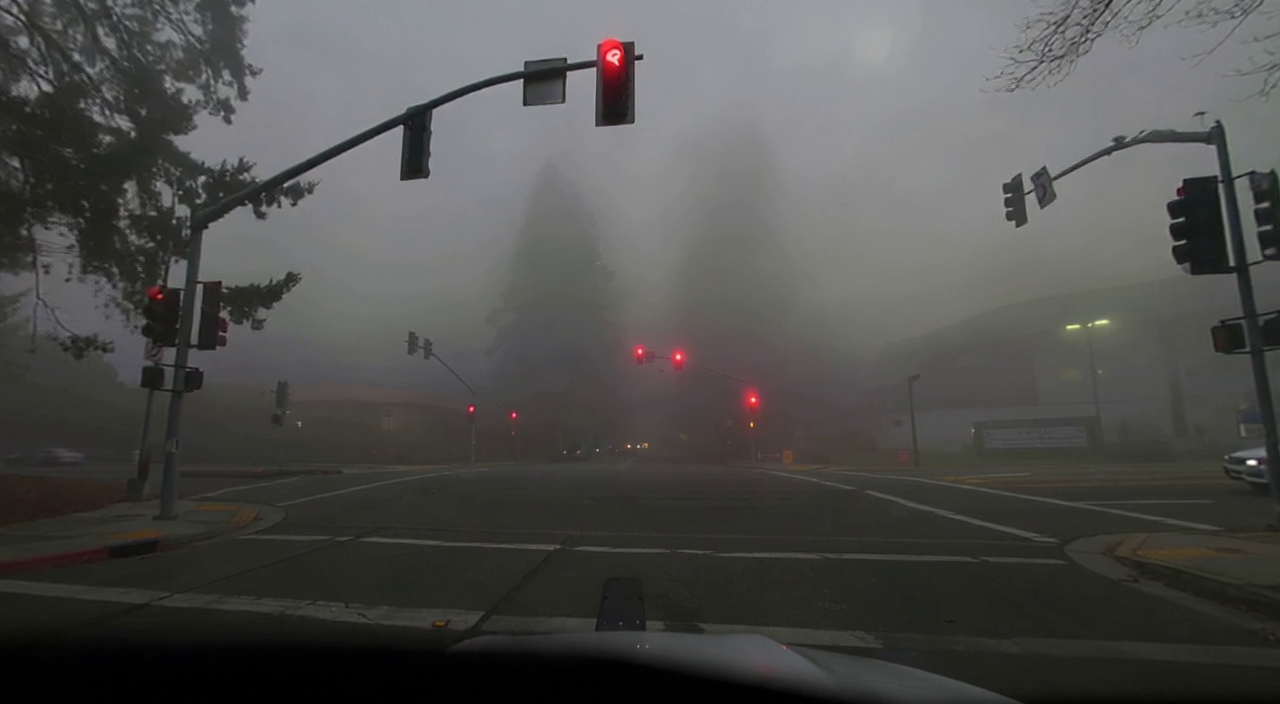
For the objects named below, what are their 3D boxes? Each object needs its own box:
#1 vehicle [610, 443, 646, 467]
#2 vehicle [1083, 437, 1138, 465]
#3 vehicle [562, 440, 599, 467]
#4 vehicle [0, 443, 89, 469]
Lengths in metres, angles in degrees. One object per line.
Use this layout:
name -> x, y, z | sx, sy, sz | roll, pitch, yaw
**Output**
vehicle -> -0.862, 6.842, 42.057 | 2.056, 1.492, 3.937 | 1, -9, -6
vehicle -> 26.967, 5.654, 36.146 | 2.092, 1.474, 4.046 | -8, -11, 40
vehicle -> -4.106, 7.103, 44.257 | 2.251, 1.756, 4.610 | 0, -9, -1
vehicle -> -35.655, 6.180, 37.562 | 4.588, 1.484, 2.000 | -3, -9, 15
